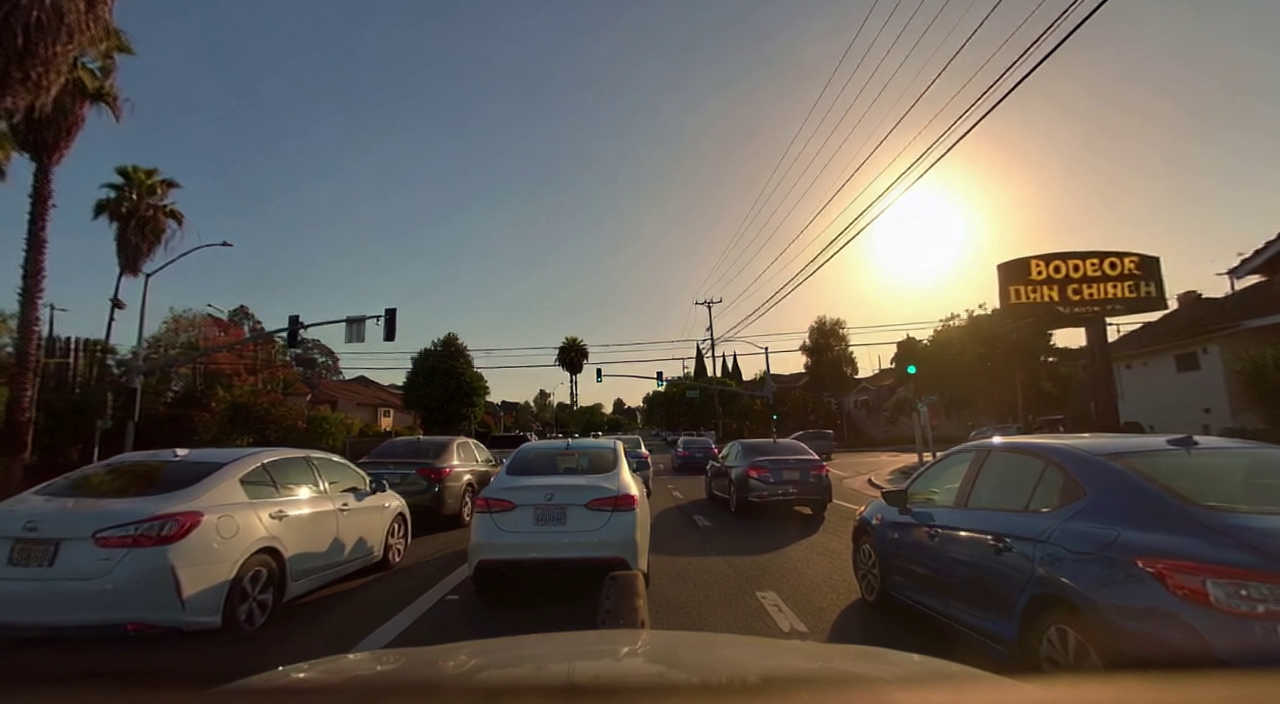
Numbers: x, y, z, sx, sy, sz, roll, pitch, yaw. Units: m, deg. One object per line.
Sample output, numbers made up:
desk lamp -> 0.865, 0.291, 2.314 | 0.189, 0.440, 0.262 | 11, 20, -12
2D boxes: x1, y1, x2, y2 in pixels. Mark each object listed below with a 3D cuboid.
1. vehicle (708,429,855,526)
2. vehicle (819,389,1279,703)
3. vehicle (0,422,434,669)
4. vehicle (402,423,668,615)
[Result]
vehicle -> 2.625, 2.443, 12.866 | 1.956, 1.615, 4.205 | 0, -9, -1
vehicle -> 2.769, 1.153, 3.862 | 2.014, 1.464, 4.312 | 0, -9, -1
vehicle -> -3.668, 1.511, 6.130 | 2.058, 1.474, 4.473 | 0, -9, -3
vehicle -> -0.882, 1.617, 6.999 | 2.104, 1.500, 3.815 | 0, -9, -2
